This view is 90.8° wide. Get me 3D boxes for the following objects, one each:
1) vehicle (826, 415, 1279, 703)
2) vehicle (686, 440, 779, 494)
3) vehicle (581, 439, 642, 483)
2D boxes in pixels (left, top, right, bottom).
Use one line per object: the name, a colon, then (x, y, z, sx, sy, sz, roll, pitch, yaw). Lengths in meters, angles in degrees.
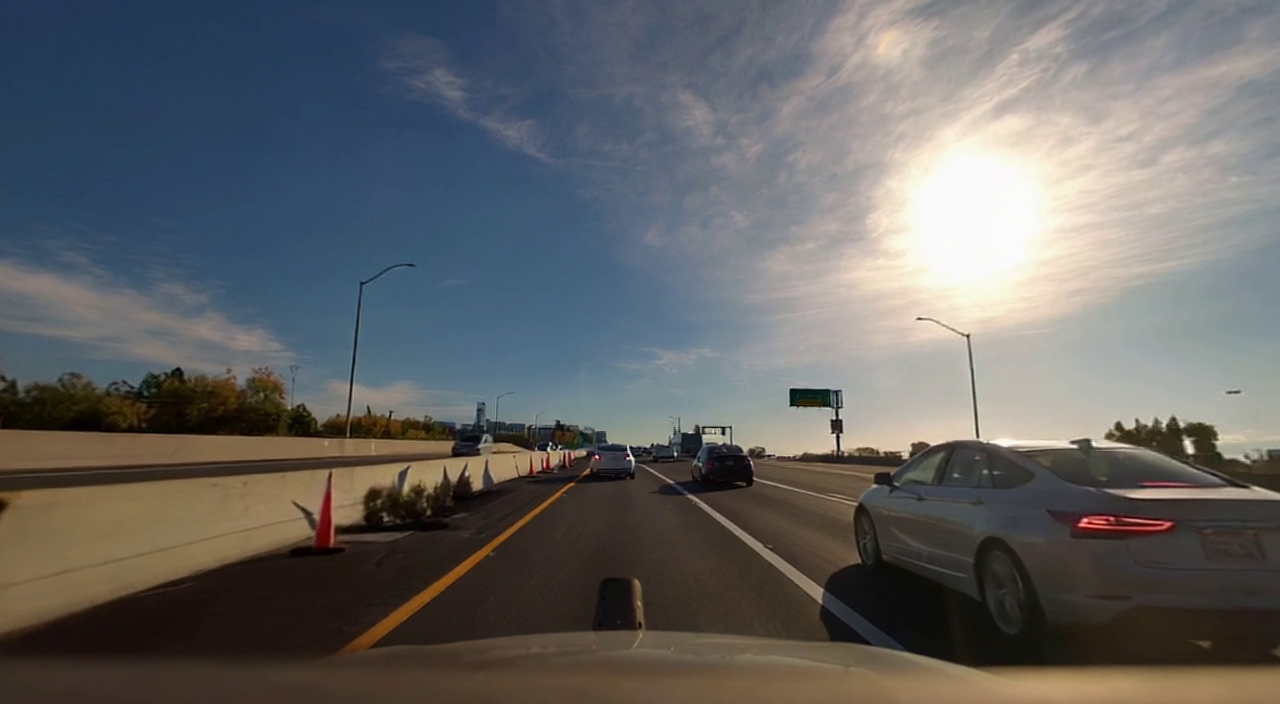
vehicle: (3.121, 1.326, 4.884, 1.996, 1.455, 4.281, 0, -9, -1)
vehicle: (2.696, 3.481, 19.560, 2.042, 1.460, 4.451, 0, -9, -2)
vehicle: (-0.997, 4.000, 23.447, 2.069, 1.470, 4.004, 0, -8, -1)
